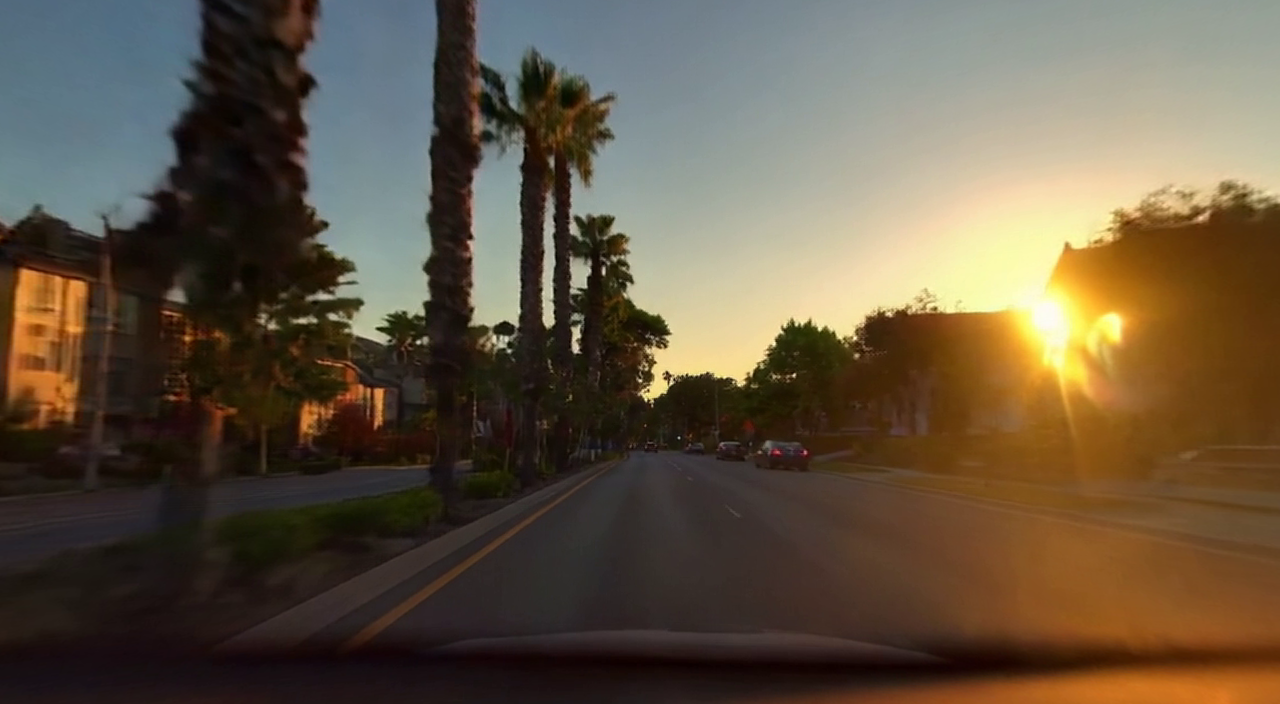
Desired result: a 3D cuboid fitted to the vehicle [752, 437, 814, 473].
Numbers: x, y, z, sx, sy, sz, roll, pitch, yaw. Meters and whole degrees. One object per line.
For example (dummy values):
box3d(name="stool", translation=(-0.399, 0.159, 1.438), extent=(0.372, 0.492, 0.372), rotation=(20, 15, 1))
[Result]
box3d(name="vehicle", translation=(7.142, 5.182, 31.895), extent=(2.126, 1.639, 4.539), rotation=(0, -8, 1))

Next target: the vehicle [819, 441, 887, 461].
box3d(name="vehicle", translation=(16.554, 7.706, 49.035), extent=(4.595, 1.490, 1.860), rotation=(0, -8, 0))
